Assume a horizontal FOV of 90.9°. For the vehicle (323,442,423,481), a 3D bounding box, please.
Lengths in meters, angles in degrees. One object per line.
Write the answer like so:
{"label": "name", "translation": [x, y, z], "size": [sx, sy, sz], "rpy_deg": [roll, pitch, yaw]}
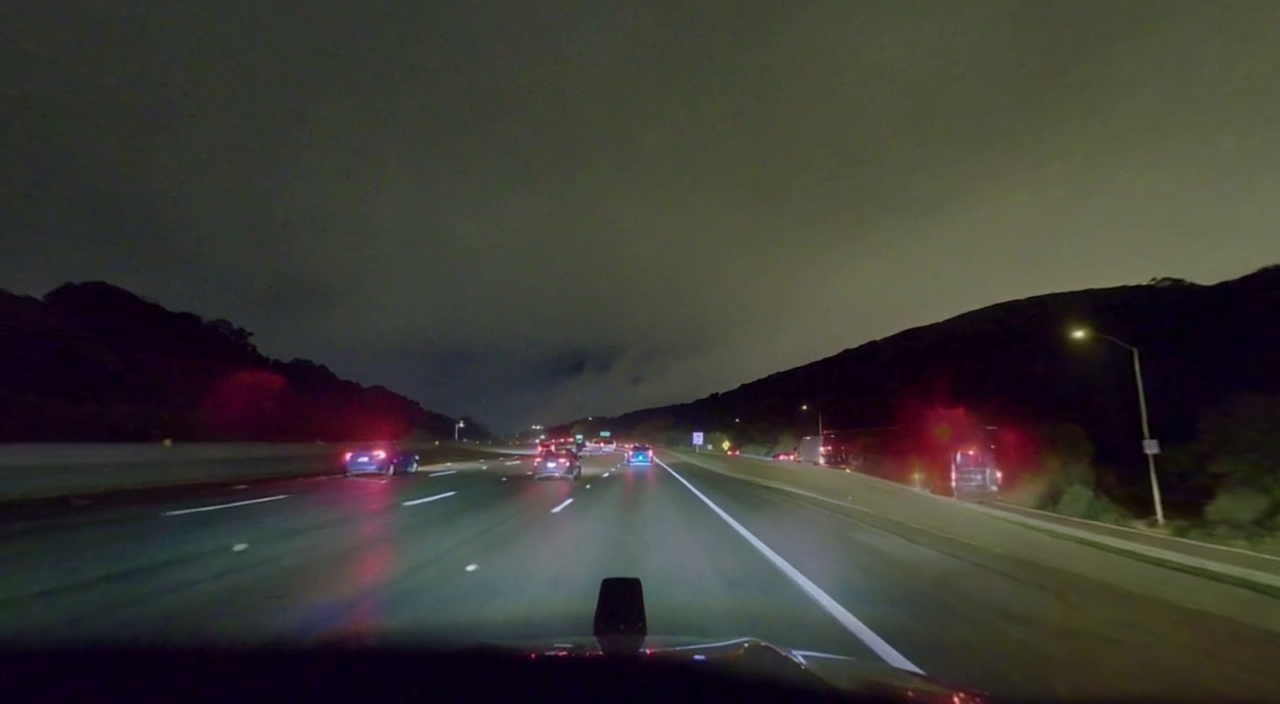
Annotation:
{"label": "vehicle", "translation": [-11.018, 4.532, 26.489], "size": [1.945, 1.466, 4.947], "rpy_deg": [0, -8, 1]}

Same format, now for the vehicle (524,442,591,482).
{"label": "vehicle", "translation": [-3.347, 4.564, 26.573], "size": [2.080, 1.505, 4.649], "rpy_deg": [-1, -8, 1]}

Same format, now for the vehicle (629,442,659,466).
{"label": "vehicle", "translation": [0.333, 7.555, 47.067], "size": [2.138, 1.674, 4.044], "rpy_deg": [0, -8, 1]}
